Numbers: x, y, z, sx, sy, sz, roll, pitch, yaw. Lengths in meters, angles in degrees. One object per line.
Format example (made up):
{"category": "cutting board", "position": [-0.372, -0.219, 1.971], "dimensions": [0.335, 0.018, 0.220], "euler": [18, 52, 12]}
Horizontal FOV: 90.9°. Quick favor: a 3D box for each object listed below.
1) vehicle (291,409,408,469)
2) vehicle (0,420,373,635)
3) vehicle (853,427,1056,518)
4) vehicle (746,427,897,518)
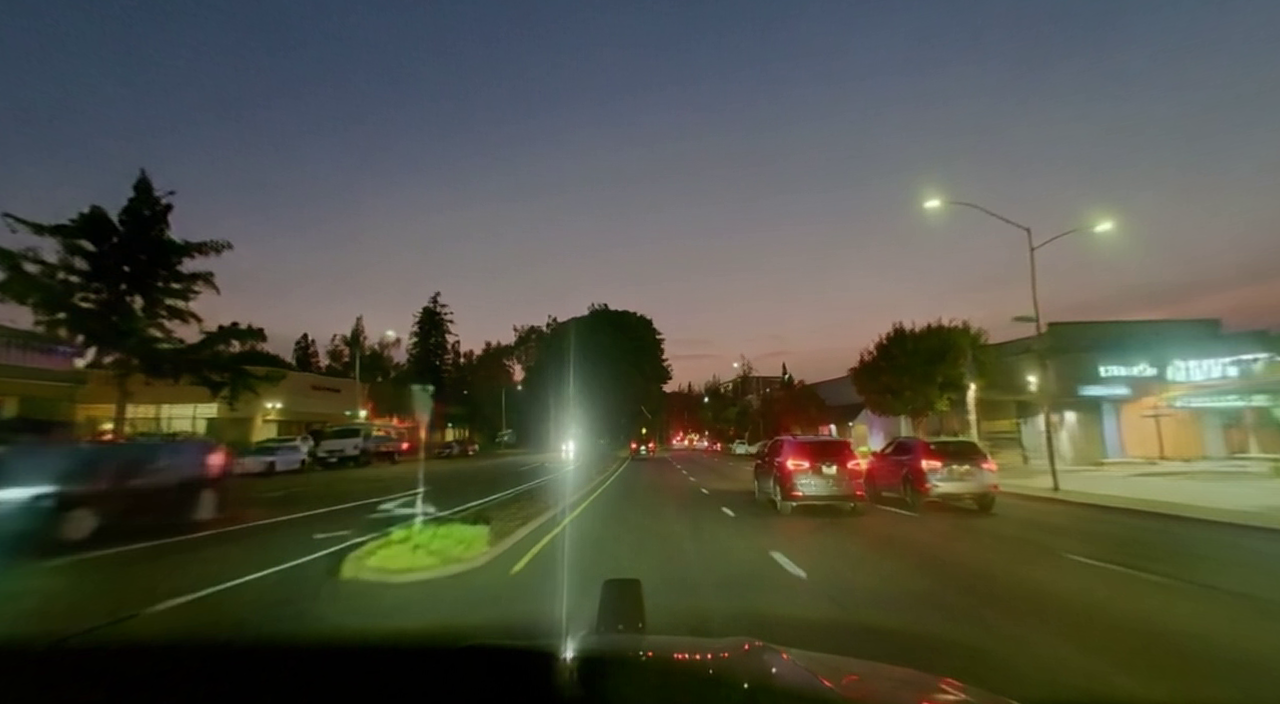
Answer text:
{"category": "vehicle", "position": [-18.559, 5.750, 41.293], "dimensions": [2.935, 3.431, 9.380], "euler": [-1, -9, 2]}
{"category": "vehicle", "position": [-4.792, 1.512, 6.546], "dimensions": [2.084, 1.415, 4.580], "euler": [0, -8, -1]}
{"category": "vehicle", "position": [6.914, 2.684, 14.650], "dimensions": [2.134, 1.738, 4.833], "euler": [0, -8, -1]}
{"category": "vehicle", "position": [3.688, 2.524, 13.652], "dimensions": [2.072, 1.669, 3.836], "euler": [0, -8, 0]}
